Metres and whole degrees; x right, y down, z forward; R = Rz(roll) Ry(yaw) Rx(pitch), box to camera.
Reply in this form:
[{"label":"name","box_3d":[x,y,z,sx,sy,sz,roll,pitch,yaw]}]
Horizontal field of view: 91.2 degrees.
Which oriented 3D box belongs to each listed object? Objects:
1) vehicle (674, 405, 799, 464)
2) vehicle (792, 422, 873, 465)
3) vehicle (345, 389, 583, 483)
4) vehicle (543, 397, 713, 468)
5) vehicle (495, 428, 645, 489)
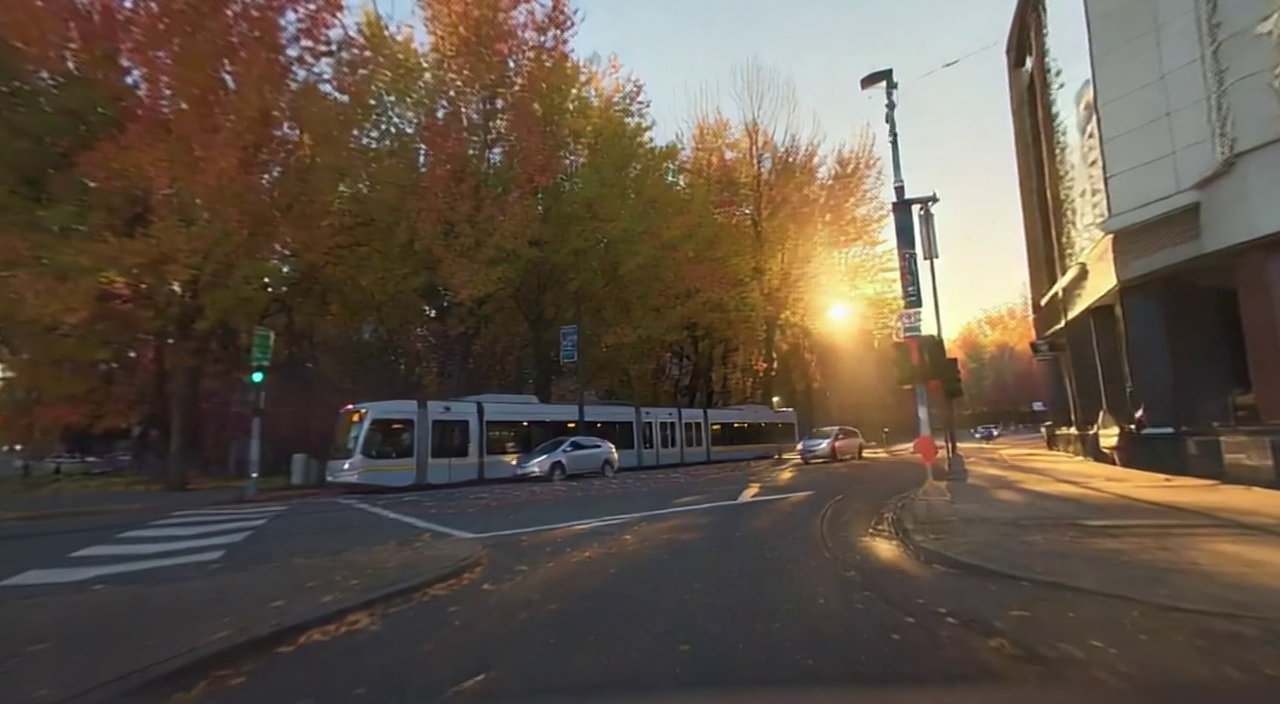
[{"label":"vehicle","box_3d":[6.858,5.560,42.846,2.878,3.618,10.068,-10,-11,44]},{"label":"vehicle","box_3d":[10.124,4.816,32.851,4.386,2.070,2.092,8,-12,-44]},{"label":"vehicle","box_3d":[-7.727,3.982,29.323,10.391,3.725,2.904,7,-12,-41]},{"label":"vehicle","box_3d":[-0.361,4.728,36.097,10.440,3.509,2.903,8,-12,-42]},{"label":"vehicle","box_3d":[-2.230,3.505,20.885,4.687,1.760,2.028,8,-12,-44]}]
